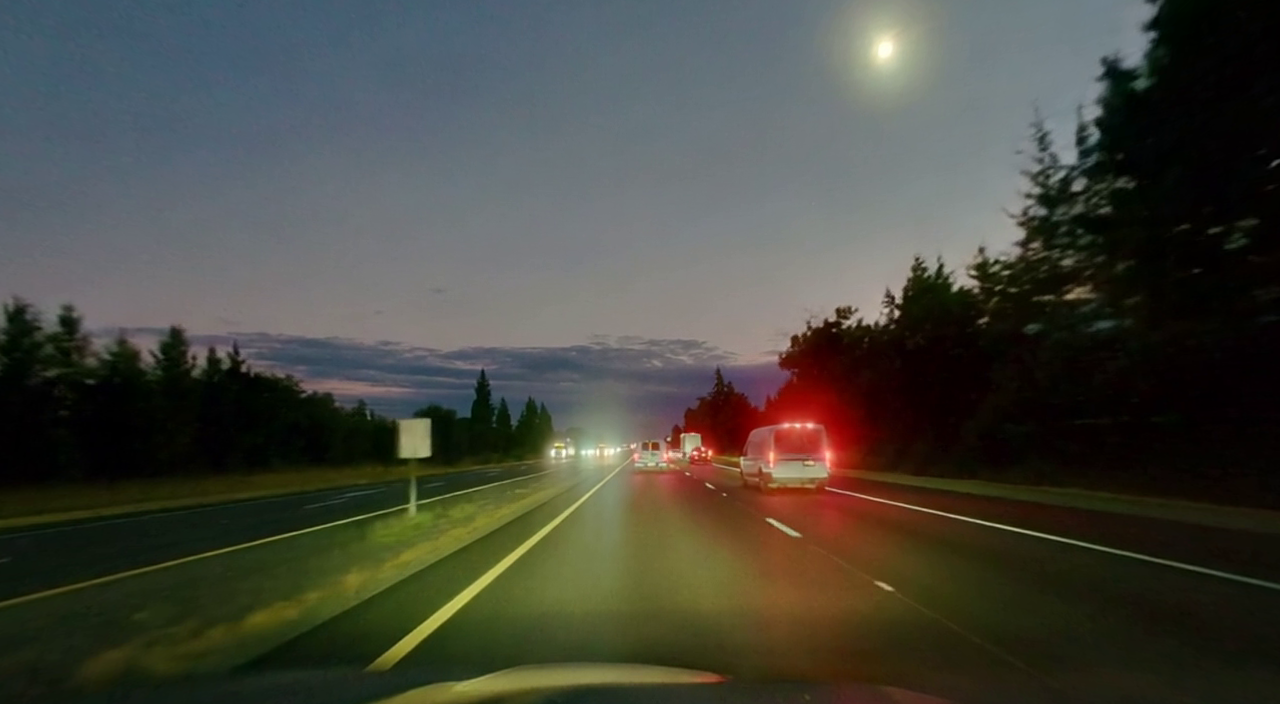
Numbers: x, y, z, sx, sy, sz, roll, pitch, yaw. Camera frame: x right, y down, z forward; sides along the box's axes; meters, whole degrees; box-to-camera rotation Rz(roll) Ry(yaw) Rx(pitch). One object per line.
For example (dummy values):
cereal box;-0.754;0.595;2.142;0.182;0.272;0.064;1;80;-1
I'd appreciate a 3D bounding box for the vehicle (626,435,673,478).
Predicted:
vehicle;0.437;5.134;31.118;2.143;1.925;4.101;0;-9;0

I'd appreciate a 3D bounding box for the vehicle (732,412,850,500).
vehicle;4.327;3.097;19.023;2.232;2.290;4.720;0;-9;-2

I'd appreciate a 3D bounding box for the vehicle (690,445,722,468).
vehicle;4.720;7.526;45.671;1.868;1.566;3.509;0;-9;-1
